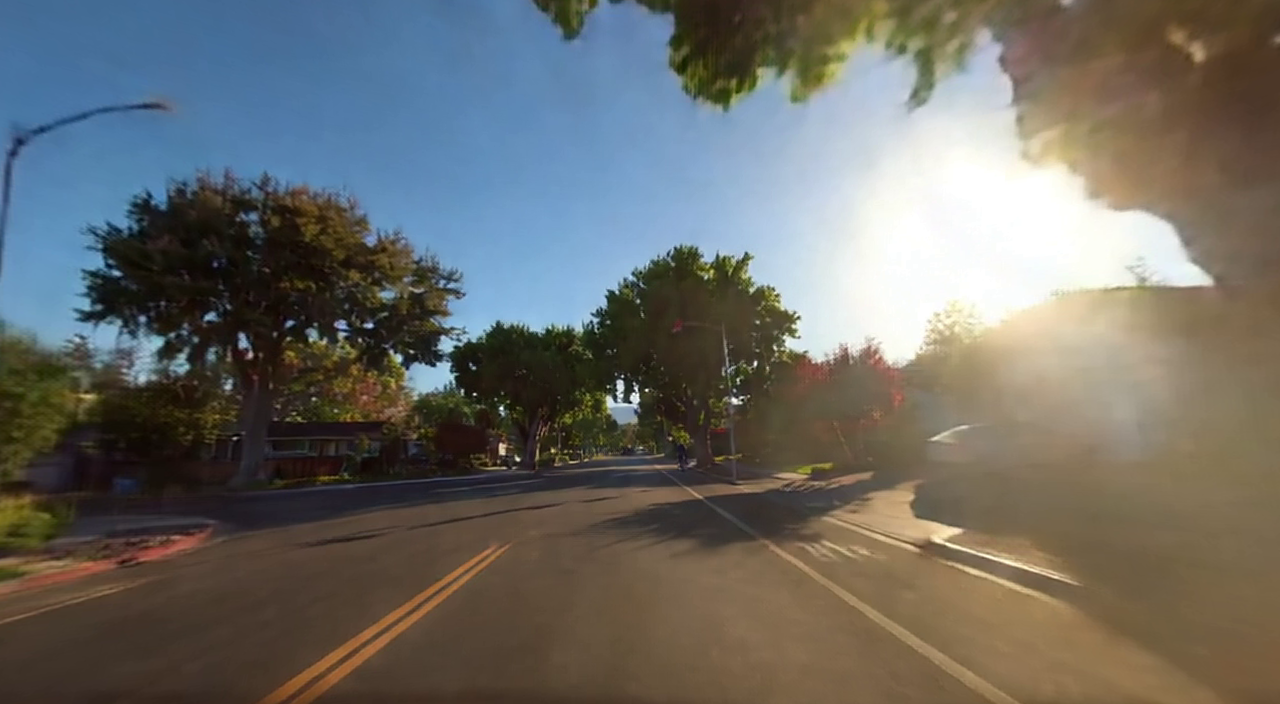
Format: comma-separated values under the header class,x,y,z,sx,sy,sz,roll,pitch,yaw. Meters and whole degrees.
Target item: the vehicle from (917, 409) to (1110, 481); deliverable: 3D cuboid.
class,x,y,z,sx,sy,sz,roll,pitch,yaw
vehicle,10.318,2.606,17.764,4.146,1.866,1.897,-1,-9,6
